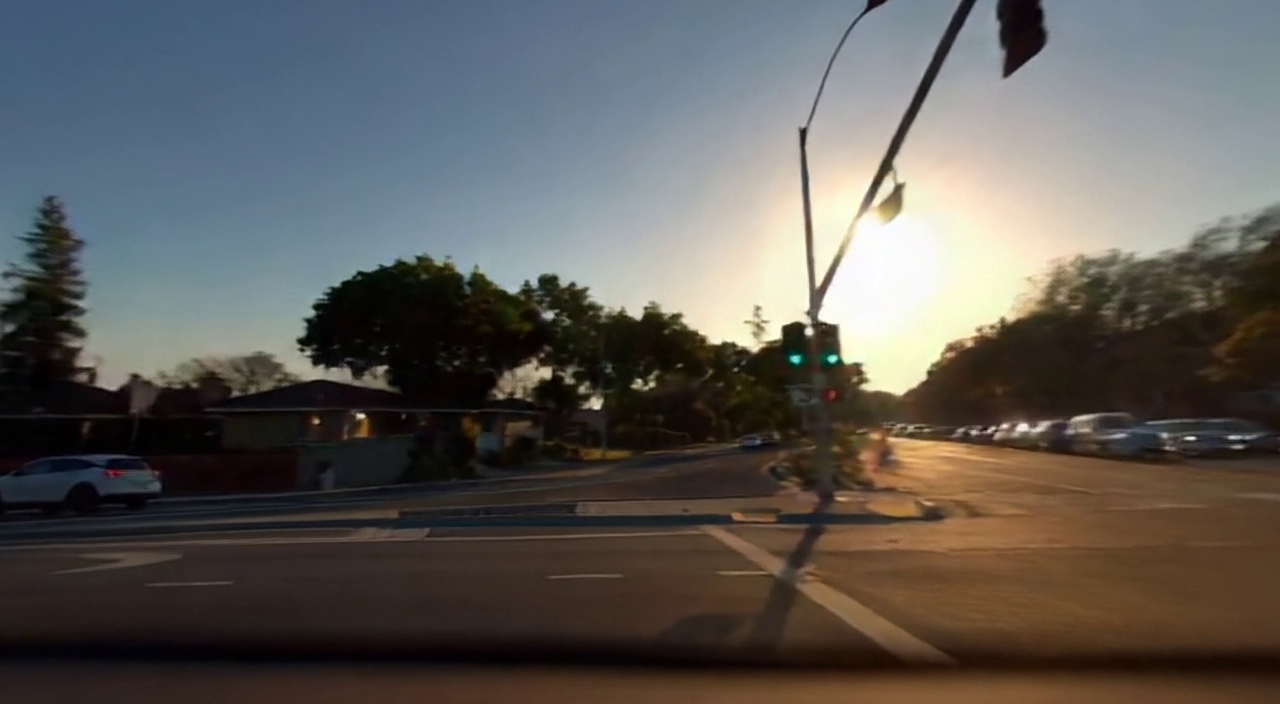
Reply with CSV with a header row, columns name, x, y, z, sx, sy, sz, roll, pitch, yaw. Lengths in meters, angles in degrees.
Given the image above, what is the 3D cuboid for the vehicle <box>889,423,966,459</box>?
name,x,y,z,sx,sy,sz,roll,pitch,yaw
vehicle,15.929,5.000,35.242,1.963,1.850,4.651,0,-9,-2

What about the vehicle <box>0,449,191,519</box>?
name,x,y,z,sx,sy,sz,roll,pitch,yaw
vehicle,-16.286,3.728,18.184,4.995,1.798,2.102,4,-10,-26

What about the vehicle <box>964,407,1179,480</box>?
name,x,y,z,sx,sy,sz,roll,pitch,yaw
vehicle,12.886,2.845,19.544,2.226,1.897,5.874,0,-9,-3

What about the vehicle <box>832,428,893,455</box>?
name,x,y,z,sx,sy,sz,roll,pitch,yaw
vehicle,14.954,6.087,42.698,2.159,1.734,4.462,1,-9,-6
